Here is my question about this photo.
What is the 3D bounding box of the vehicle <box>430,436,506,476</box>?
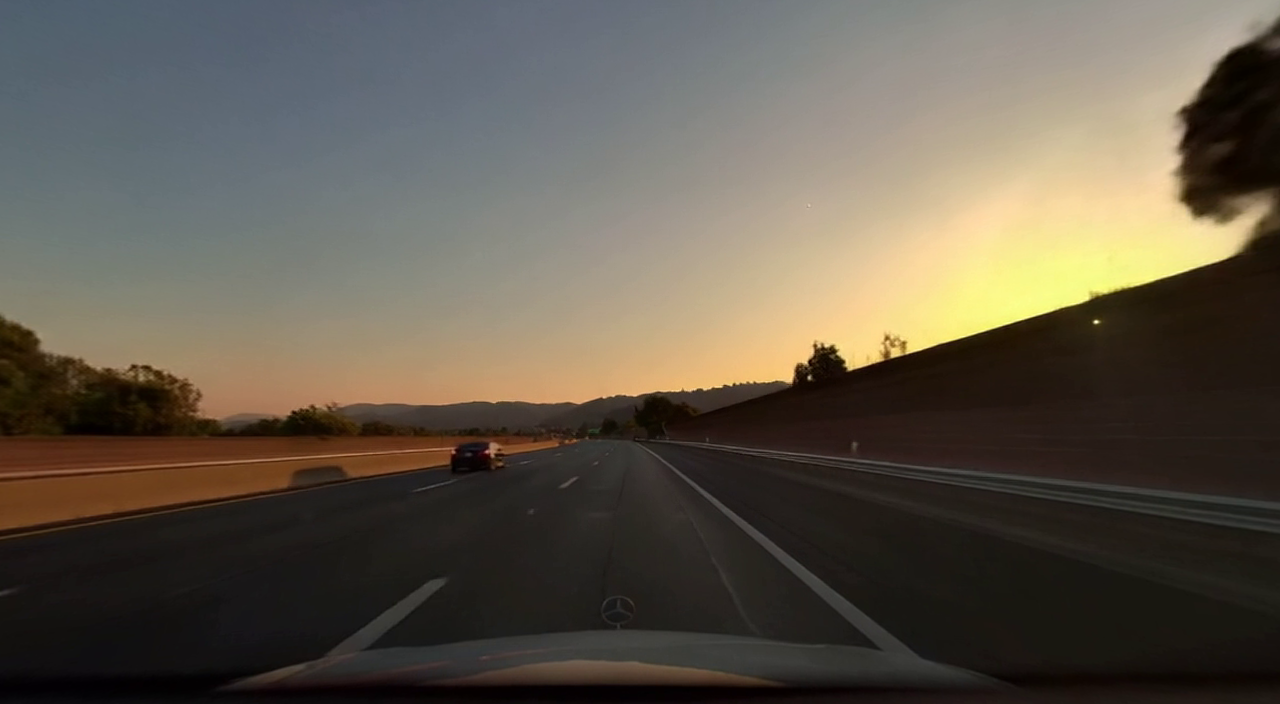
[{"bbox_3d":[-6.981,4.228,26.010,1.989,1.473,4.345,0,-8,-1],"label":"vehicle"}]
